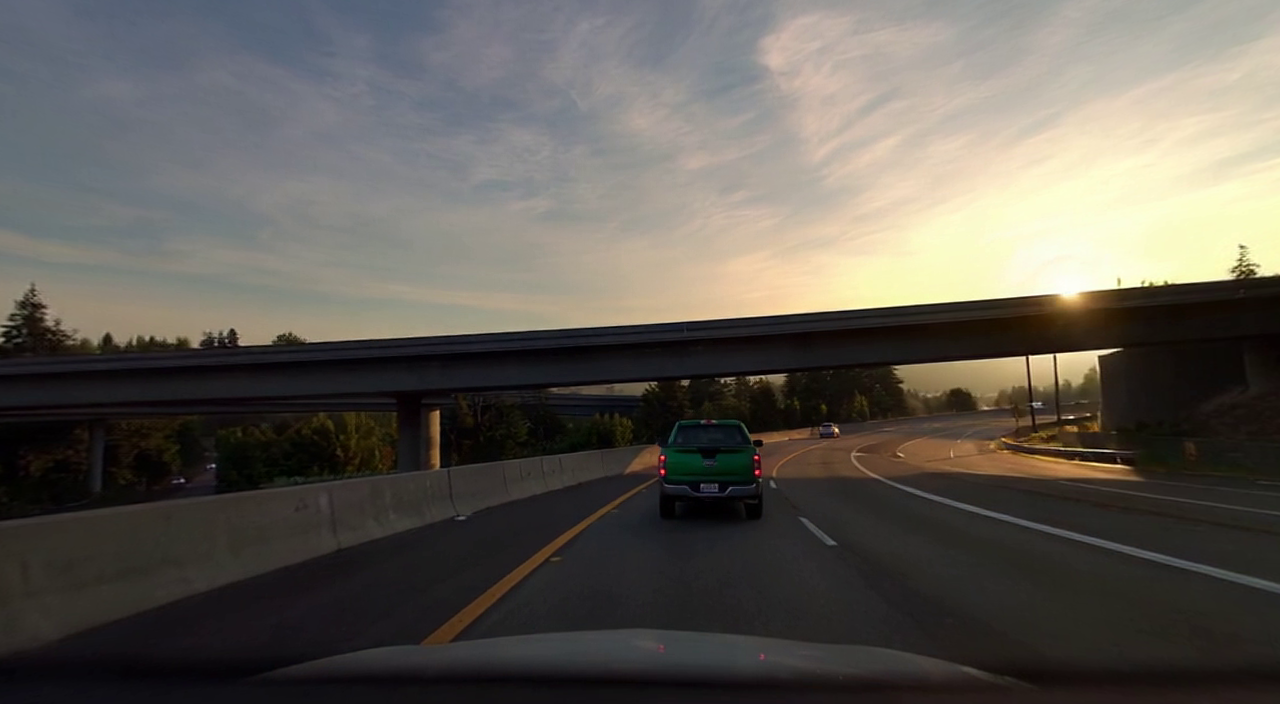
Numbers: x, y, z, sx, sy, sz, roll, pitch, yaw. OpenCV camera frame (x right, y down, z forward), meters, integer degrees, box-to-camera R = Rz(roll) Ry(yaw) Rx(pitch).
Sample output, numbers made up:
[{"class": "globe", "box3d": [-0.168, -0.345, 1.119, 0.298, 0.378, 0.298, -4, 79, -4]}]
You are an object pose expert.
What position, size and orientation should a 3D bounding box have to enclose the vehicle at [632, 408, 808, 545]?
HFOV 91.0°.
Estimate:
[{"class": "vehicle", "box3d": [1.226, 1.919, 10.315, 2.235, 1.716, 4.435, -1, -9, 6]}]
